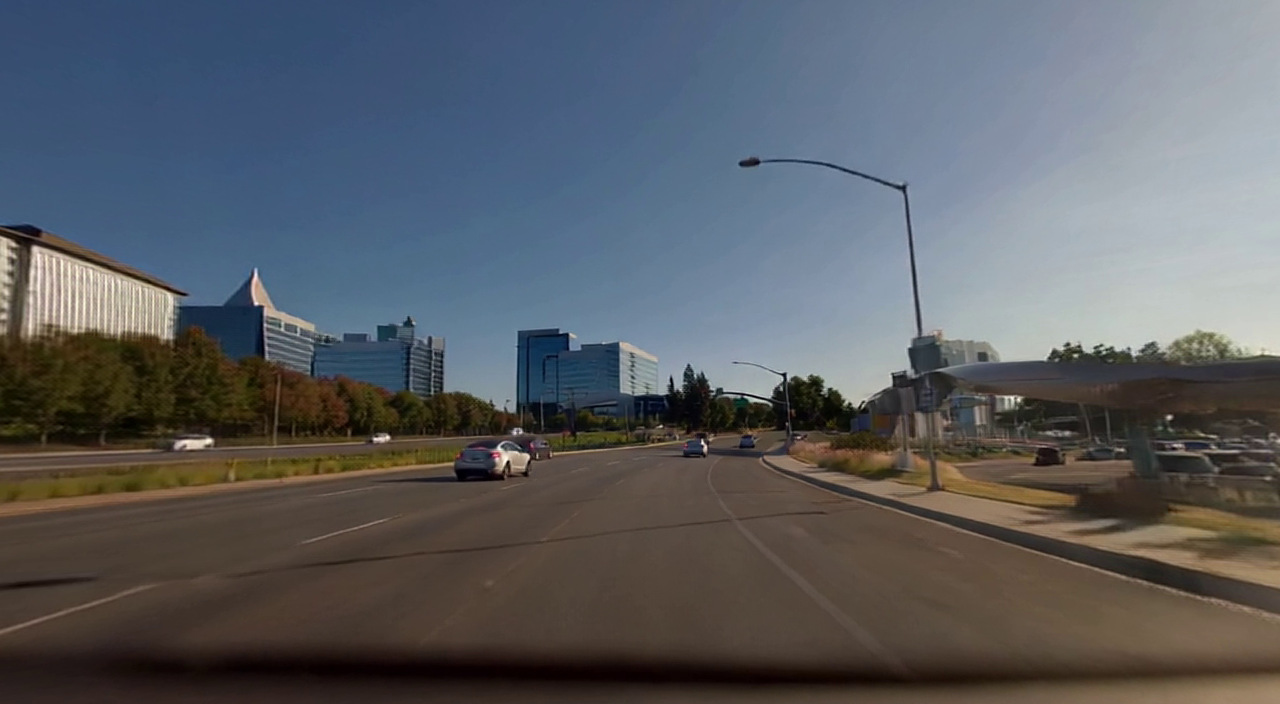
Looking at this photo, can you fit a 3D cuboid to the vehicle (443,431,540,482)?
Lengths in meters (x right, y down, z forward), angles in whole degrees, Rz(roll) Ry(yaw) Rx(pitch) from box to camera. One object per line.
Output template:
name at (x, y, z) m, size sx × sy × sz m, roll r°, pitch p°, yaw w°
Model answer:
vehicle at (-5.405, 3.882, 23.680) m, size 2.181 × 1.728 × 4.515 m, roll -1°, pitch -9°, yaw 5°
